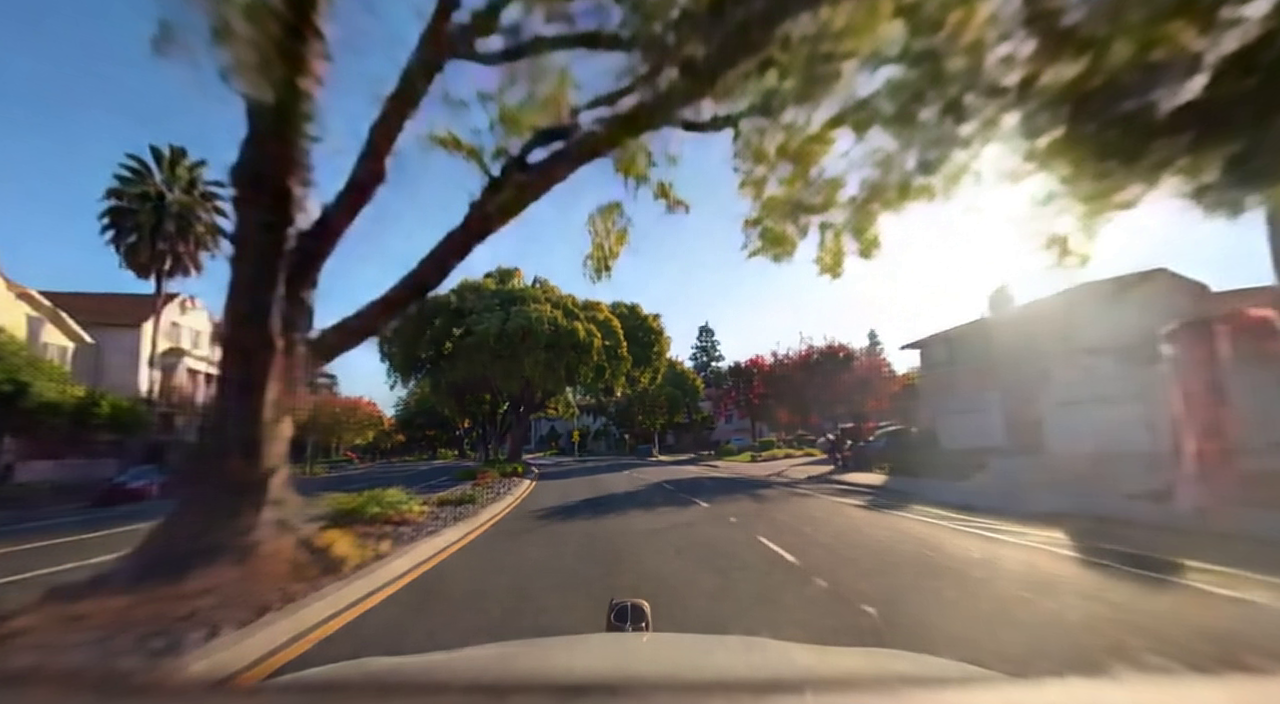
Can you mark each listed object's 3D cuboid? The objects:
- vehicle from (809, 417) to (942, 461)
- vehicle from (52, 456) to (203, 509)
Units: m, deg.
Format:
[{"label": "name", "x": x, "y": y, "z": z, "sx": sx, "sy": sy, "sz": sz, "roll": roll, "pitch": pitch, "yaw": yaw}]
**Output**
[{"label": "vehicle", "x": 11.741, "y": 4.470, "z": 31.983, "sx": 6.051, "sy": 2.092, "sz": 2.231, "roll": -2, "pitch": -11, "yaw": 15}, {"label": "vehicle", "x": -17.484, "y": 4.423, "z": 21.842, "sx": 1.941, "sy": 1.470, "sz": 4.384, "roll": 0, "pitch": -8, "yaw": -8}]
